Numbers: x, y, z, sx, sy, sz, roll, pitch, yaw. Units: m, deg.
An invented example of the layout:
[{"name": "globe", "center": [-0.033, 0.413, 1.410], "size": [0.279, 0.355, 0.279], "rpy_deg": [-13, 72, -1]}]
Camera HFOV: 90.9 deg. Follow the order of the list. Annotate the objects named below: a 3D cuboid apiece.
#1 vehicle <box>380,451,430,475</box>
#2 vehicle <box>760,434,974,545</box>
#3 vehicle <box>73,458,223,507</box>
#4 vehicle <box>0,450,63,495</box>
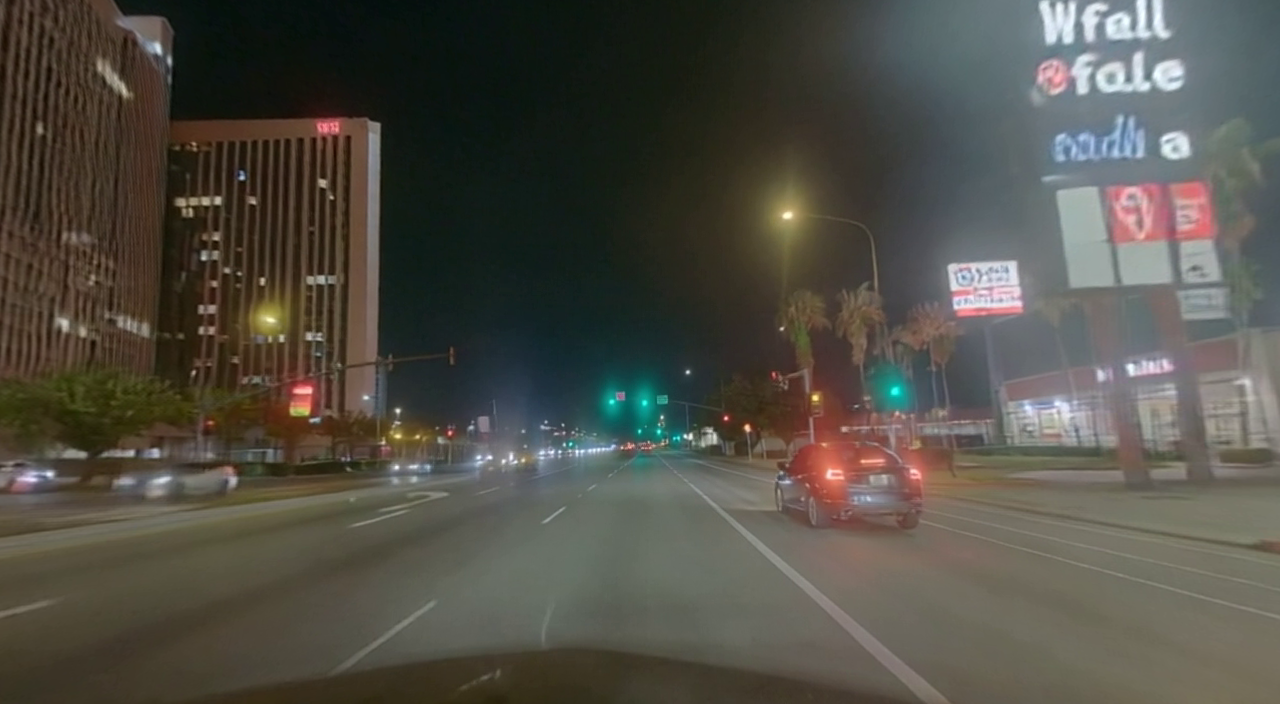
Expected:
[{"name": "vehicle", "center": [-17.707, 8.362, 47.738], "size": [1.899, 1.615, 4.784], "rpy_deg": [-1, -8, 1]}, {"name": "vehicle", "center": [3.535, 2.214, 10.974], "size": [1.870, 1.467, 4.800], "rpy_deg": [0, -8, -1]}, {"name": "vehicle", "center": [-17.699, 4.659, 22.981], "size": [1.961, 1.500, 4.291], "rpy_deg": [0, -8, 0]}, {"name": "vehicle", "center": [-31.406, 5.864, 30.984], "size": [5.673, 2.029, 2.390], "rpy_deg": [-4, -9, 27]}]
